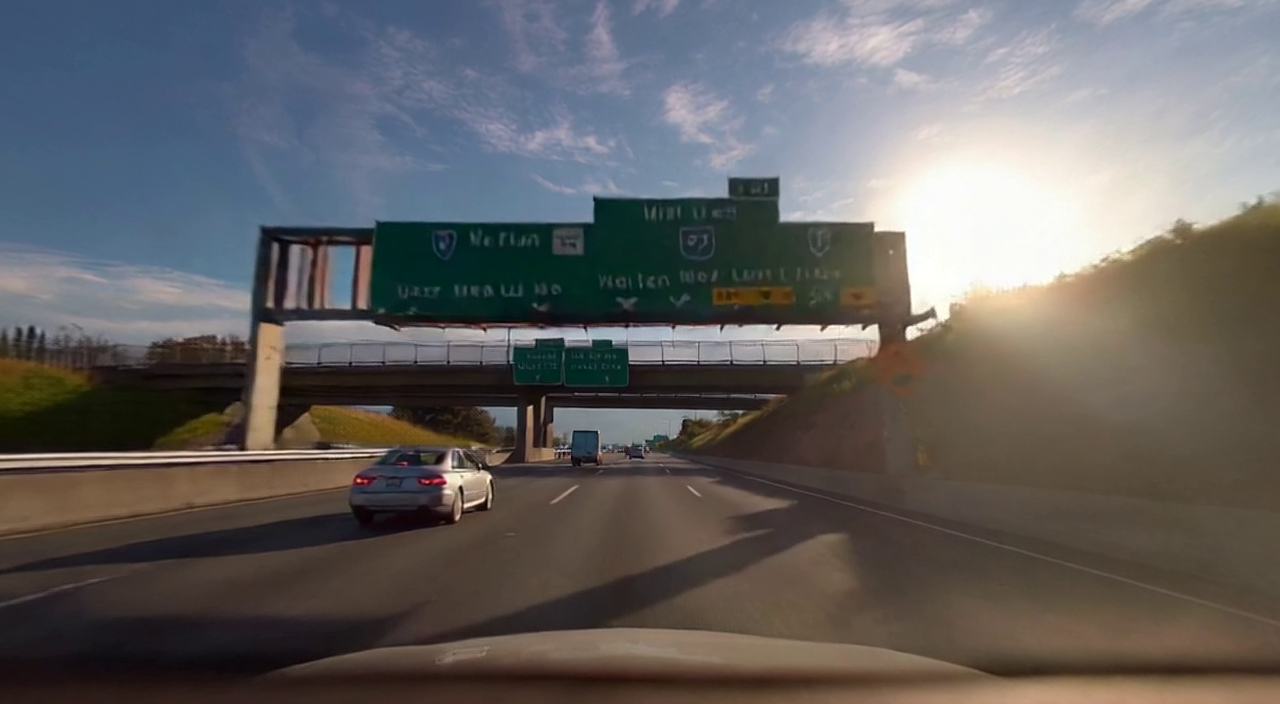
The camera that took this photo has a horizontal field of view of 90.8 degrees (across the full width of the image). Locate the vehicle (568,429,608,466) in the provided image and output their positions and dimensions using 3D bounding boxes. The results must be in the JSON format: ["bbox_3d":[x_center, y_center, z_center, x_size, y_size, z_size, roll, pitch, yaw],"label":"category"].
[{"bbox_3d":[-3.649,6.854,45.132,2.290,2.453,5.561,0,-9,1],"label":"vehicle"}]

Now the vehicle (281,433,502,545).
[{"bbox_3d":[-3.662,2.086,10.198,1.924,1.436,3.915,0,-9,1],"label":"vehicle"}]
